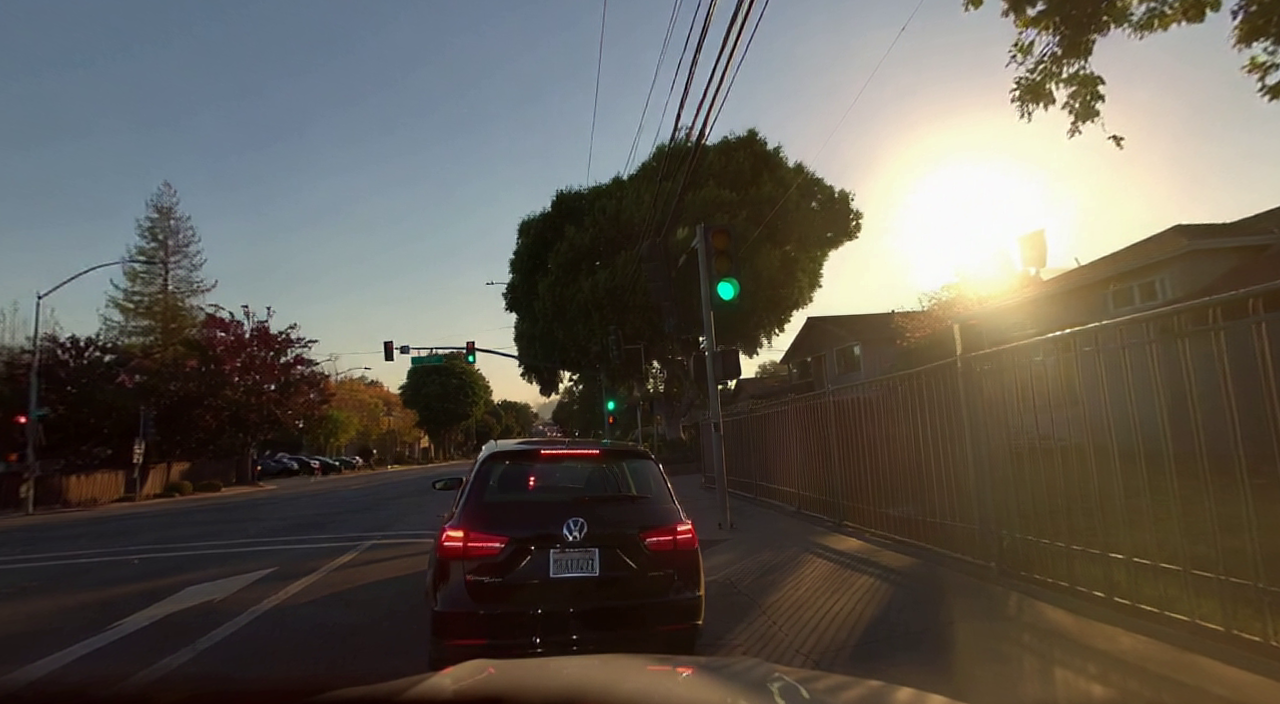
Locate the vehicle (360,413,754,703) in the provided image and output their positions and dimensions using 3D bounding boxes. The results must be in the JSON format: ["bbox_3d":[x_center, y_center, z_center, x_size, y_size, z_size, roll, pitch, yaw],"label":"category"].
[{"bbox_3d":[-0.680,1.352,5.181,2.024,1.502,3.702,1,-9,-9],"label":"vehicle"}]
